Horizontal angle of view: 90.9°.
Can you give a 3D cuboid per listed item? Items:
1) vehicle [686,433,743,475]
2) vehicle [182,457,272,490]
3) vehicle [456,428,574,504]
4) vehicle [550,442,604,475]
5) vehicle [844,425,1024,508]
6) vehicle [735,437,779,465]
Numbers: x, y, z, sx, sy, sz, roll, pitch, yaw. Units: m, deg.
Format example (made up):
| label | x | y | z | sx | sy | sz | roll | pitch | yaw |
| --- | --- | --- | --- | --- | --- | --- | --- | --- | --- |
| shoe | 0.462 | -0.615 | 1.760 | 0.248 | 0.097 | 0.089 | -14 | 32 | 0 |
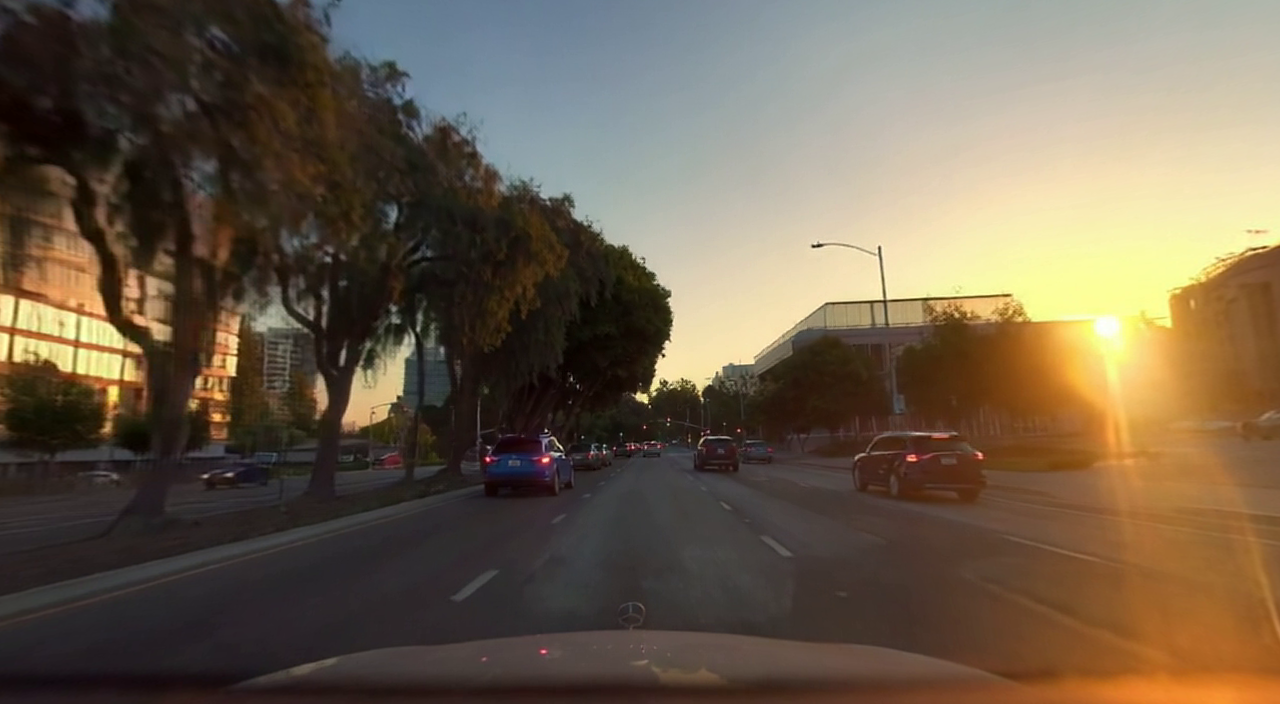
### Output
| label | x | y | z | sx | sy | sz | roll | pitch | yaw |
| --- | --- | --- | --- | --- | --- | --- | --- | --- | --- |
| vehicle | 3.465 | 4.885 | 30.252 | 2.178 | 1.804 | 4.766 | 0 | -9 | 0 |
| vehicle | -23.147 | 6.787 | 35.583 | 1.983 | 1.494 | 4.832 | -4 | -9 | -1 |
| vehicle | -3.092 | 2.957 | 16.700 | 2.141 | 1.719 | 4.379 | 0 | -9 | 1 |
| vehicle | -2.951 | 5.122 | 30.490 | 2.036 | 1.465 | 4.301 | -1 | -9 | 2 |
| vehicle | 6.707 | 2.671 | 15.086 | 2.088 | 1.666 | 4.512 | 0 | -9 | -1 |
| vehicle | 7.728 | 6.605 | 42.057 | 2.076 | 1.793 | 4.464 | 0 | -9 | 0 |
